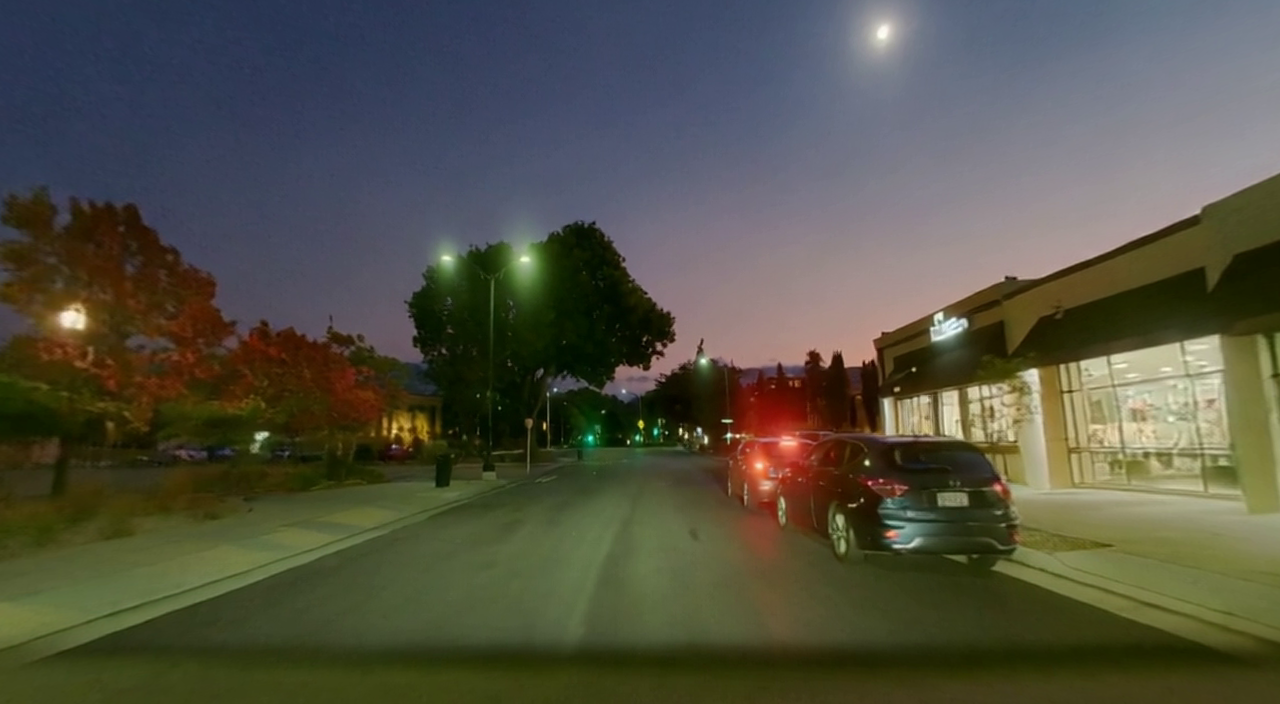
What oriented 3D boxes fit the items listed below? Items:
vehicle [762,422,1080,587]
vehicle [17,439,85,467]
[{"bbox_3d":[3.092,1.780,8.296,2.064,1.532,4.596,0,-9,0],"label":"vehicle"},{"bbox_3d":[-37.059,6.344,39.719,4.157,1.687,2.419,-7,-12,39],"label":"vehicle"}]
